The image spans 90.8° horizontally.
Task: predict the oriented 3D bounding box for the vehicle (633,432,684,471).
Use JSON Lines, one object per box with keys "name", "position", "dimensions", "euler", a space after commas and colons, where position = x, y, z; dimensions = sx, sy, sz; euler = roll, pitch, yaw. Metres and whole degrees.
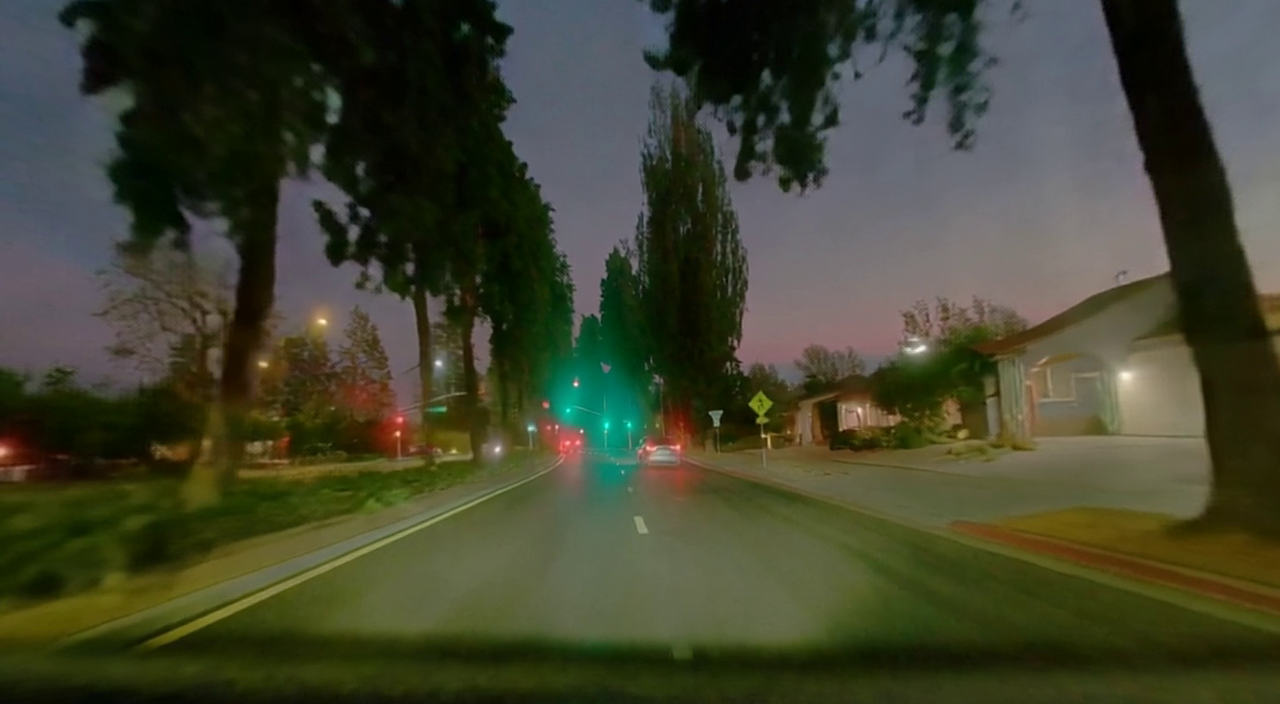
{"name": "vehicle", "position": [0.801, 4.737, 30.272], "dimensions": [1.990, 1.707, 4.225], "euler": [0, -8, -5]}
